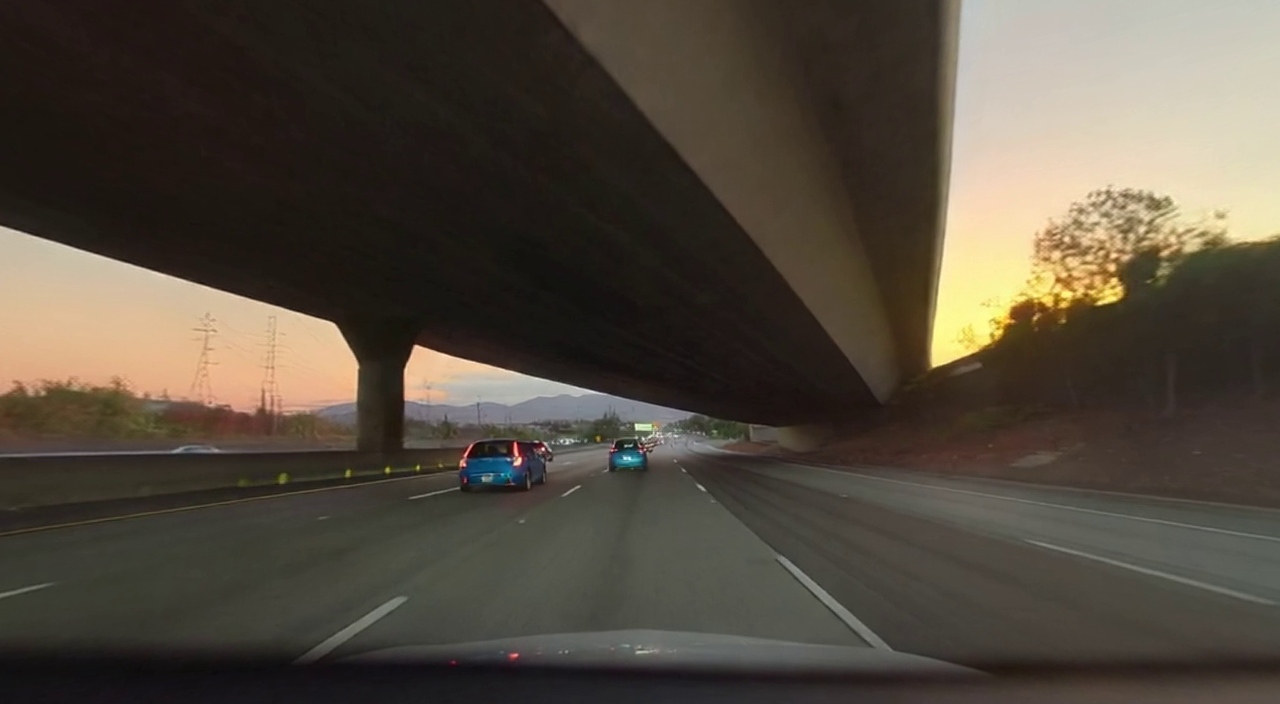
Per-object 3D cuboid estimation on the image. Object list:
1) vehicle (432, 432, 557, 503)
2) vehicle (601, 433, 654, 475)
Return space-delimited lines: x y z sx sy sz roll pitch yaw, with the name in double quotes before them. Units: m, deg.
"vehicle" -3.642 2.988 16.688 2.124 1.607 4.531 0 -9 1
"vehicle" -0.489 4.440 27.441 2.155 1.690 4.318 0 -9 0
